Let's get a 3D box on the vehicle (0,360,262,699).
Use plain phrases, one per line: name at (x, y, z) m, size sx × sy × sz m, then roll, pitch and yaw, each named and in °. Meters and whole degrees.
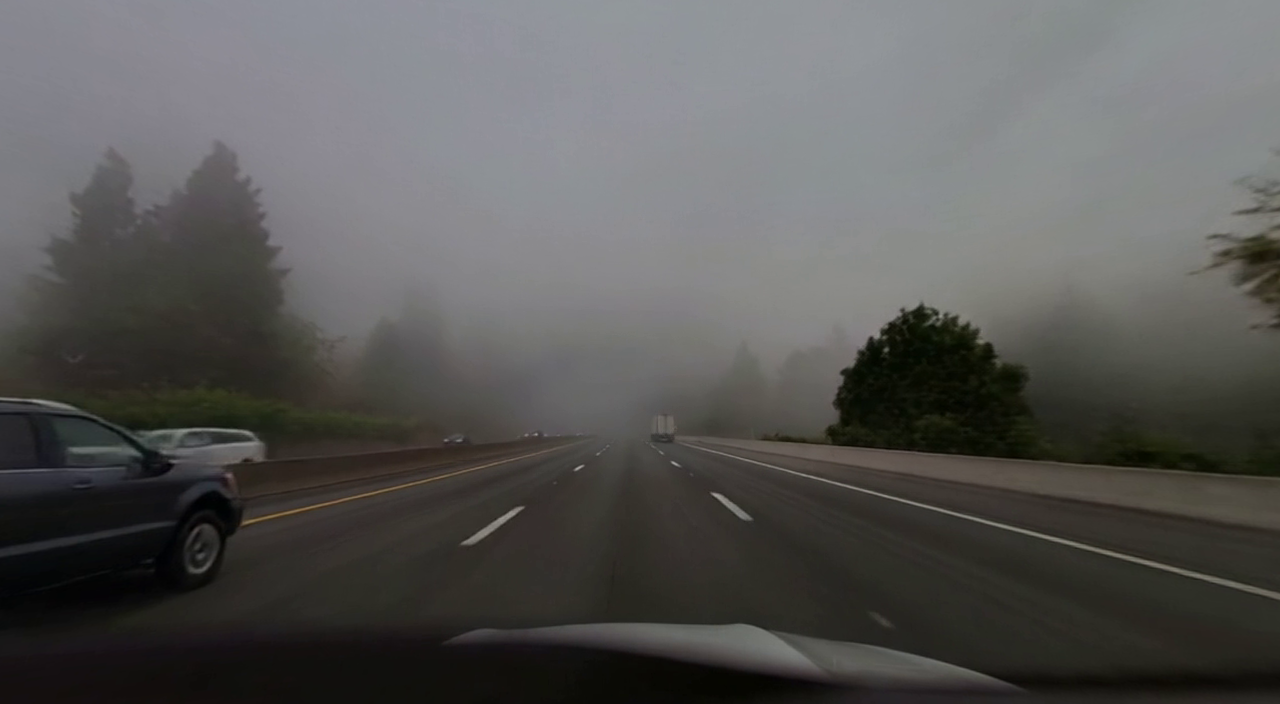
vehicle at (-4.091, 0.867, 3.107) m, size 2.000 × 1.620 × 3.929 m, roll 0°, pitch -8°, yaw 0°
